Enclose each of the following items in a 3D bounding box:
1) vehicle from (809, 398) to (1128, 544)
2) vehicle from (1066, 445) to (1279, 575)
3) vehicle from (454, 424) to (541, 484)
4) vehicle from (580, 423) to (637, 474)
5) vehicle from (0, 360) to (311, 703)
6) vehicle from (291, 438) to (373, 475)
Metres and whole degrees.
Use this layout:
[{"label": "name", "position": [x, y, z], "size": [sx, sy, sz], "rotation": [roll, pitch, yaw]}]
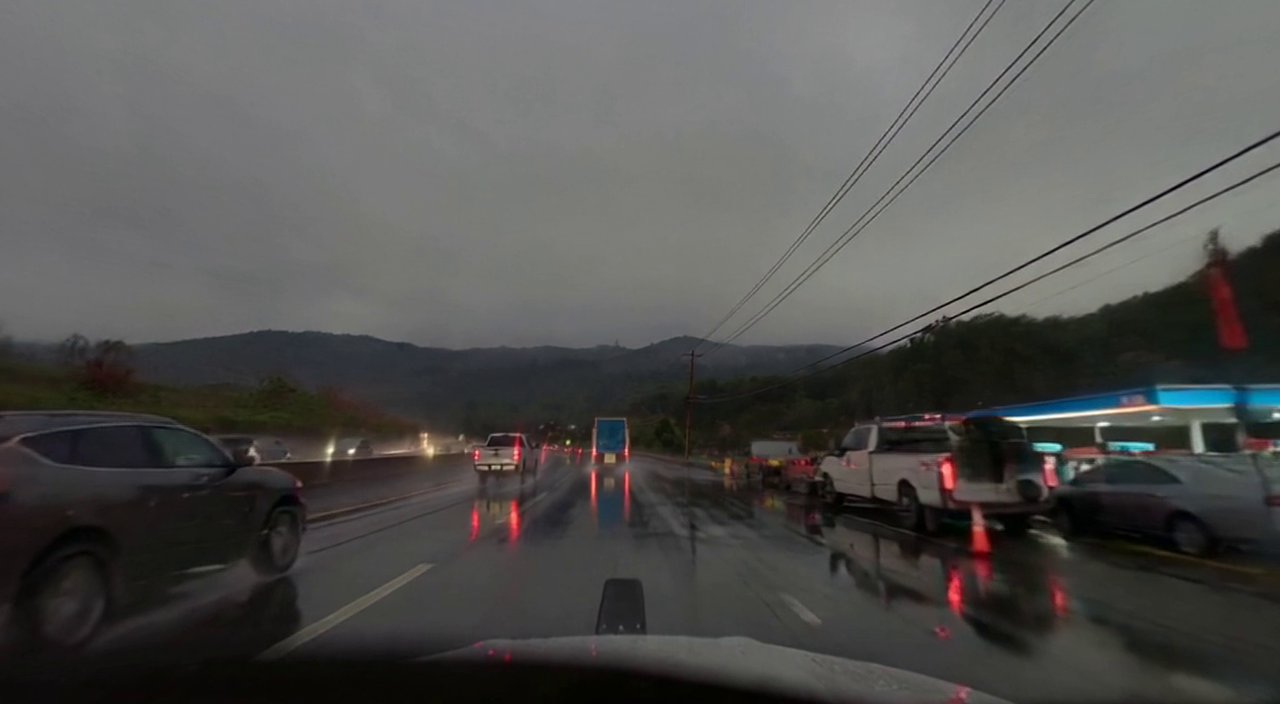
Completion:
[{"label": "vehicle", "position": [5.924, 2.303, 12.979], "size": [2.706, 2.199, 6.527], "rotation": [0, -9, -4]}, {"label": "vehicle", "position": [9.358, 2.403, 10.250], "size": [1.933, 1.480, 4.249], "rotation": [2, -6, -1]}, {"label": "vehicle", "position": [-5.296, 3.893, 24.384], "size": [2.345, 2.012, 5.693], "rotation": [0, -9, -3]}, {"label": "vehicle", "position": [-1.651, 4.729, 31.072], "size": [2.486, 2.280, 5.291], "rotation": [1, -9, -6]}, {"label": "vehicle", "position": [-4.358, 1.027, 3.964], "size": [2.185, 1.721, 4.550], "rotation": [0, -8, -1]}, {"label": "vehicle", "position": [-14.436, 4.913, 29.910], "size": [1.930, 1.591, 4.408], "rotation": [1, -9, -4]}]
